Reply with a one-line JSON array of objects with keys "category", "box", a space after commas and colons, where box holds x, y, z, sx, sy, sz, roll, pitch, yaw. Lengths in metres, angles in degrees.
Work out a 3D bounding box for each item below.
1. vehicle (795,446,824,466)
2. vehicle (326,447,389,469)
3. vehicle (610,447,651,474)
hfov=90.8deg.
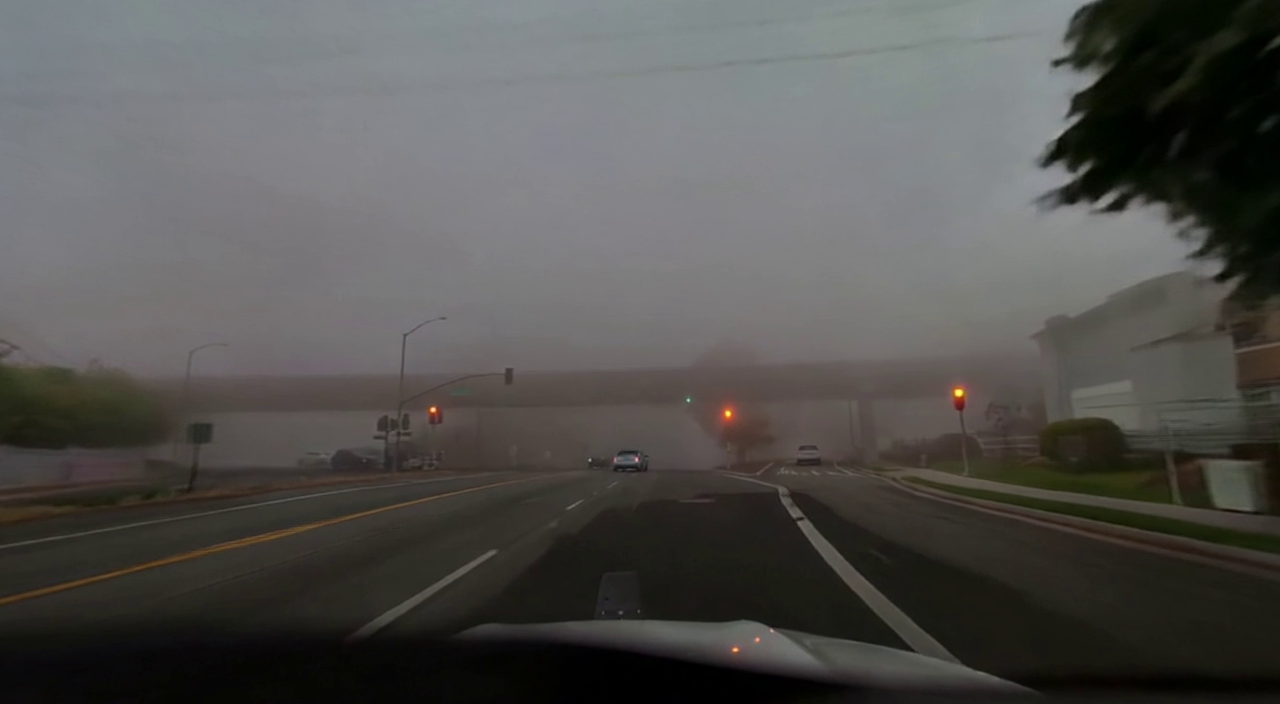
[{"category": "vehicle", "box": [13.162, 8.089, 49.249, 2.058, 1.475, 4.587, -2, -9, 14]}, {"category": "vehicle", "box": [-21.670, 8.129, 48.523, 3.877, 1.623, 2.049, -2, -9, 11]}, {"category": "vehicle", "box": [-0.522, 6.653, 38.865, 1.997, 1.542, 4.202, -1, -9, 6]}]
